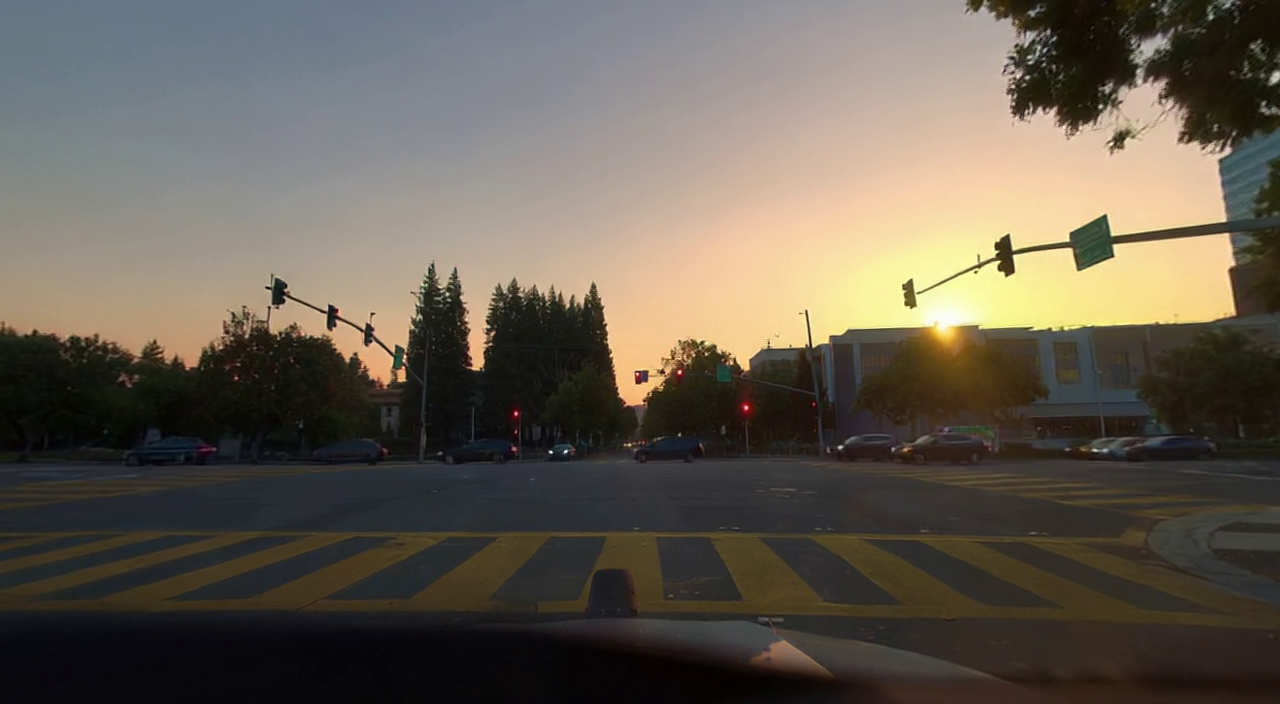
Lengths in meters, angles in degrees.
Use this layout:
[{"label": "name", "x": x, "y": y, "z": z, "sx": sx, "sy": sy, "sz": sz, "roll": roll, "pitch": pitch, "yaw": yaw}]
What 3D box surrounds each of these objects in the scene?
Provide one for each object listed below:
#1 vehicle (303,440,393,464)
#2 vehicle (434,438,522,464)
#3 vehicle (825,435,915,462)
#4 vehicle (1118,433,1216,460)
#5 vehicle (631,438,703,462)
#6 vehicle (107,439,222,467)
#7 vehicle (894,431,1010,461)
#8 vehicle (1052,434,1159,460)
[{"label": "vehicle", "x": -18.557, "y": 6.364, "z": 40.270, "sx": 4.759, "sy": 1.445, "sz": 1.865, "roll": 0, "pitch": -9, "yaw": 0}, {"label": "vehicle", "x": -9.366, "y": 5.731, "z": 36.710, "sx": 4.631, "sy": 1.435, "sz": 1.715, "roll": 0, "pitch": -9, "yaw": 0}, {"label": "vehicle", "x": 13.324, "y": 5.593, "z": 36.735, "sx": 4.519, "sy": 1.476, "sz": 1.767, "roll": 0, "pitch": -9, "yaw": 0}, {"label": "vehicle", "x": 33.683, "y": 6.045, "z": 40.462, "sx": 4.488, "sy": 1.667, "sz": 1.869, "roll": 0, "pitch": -9, "yaw": 0}, {"label": "vehicle", "x": 1.689, "y": 6.250, "z": 40.283, "sx": 4.443, "sy": 1.472, "sz": 1.794, "roll": 0, "pitch": -9, "yaw": 1}, {"label": "vehicle", "x": -25.259, "y": 5.392, "z": 33.681, "sx": 4.629, "sy": 1.423, "sz": 1.833, "roll": -1, "pitch": -9, "yaw": 1}, {"label": "vehicle", "x": 19.585, "y": 5.930, "z": 39.883, "sx": 6.133, "sy": 1.833, "sz": 2.155, "roll": 0, "pitch": -9, "yaw": 0}, {"label": "vehicle", "x": 27.121, "y": 5.559, "z": 36.893, "sx": 4.724, "sy": 1.452, "sz": 1.870, "roll": 0, "pitch": -9, "yaw": 0}]
